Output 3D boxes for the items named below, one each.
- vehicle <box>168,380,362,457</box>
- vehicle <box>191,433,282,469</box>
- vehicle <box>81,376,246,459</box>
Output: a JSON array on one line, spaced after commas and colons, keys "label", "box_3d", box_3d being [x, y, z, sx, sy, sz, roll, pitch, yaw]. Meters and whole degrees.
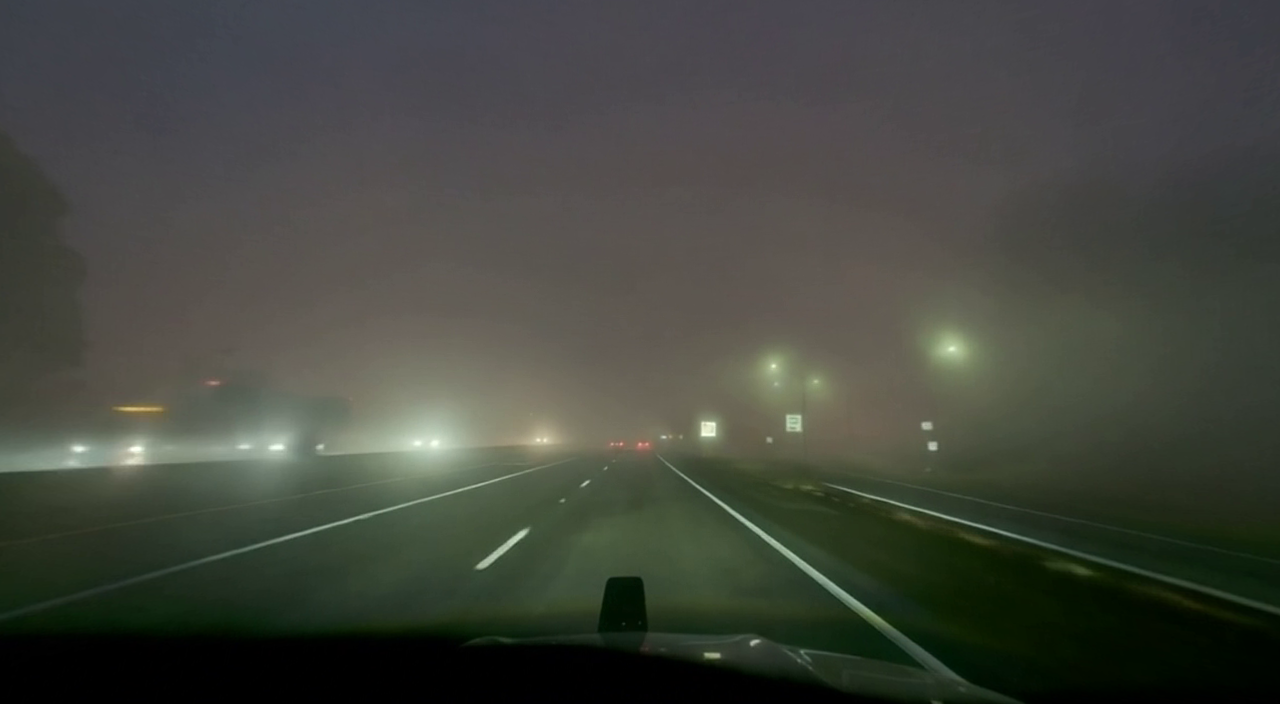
[{"label": "vehicle", "box_3d": [-23.507, 4.708, 41.659, 2.867, 4.027, 16.216, -1, -8, 0]}, {"label": "vehicle", "box_3d": [-16.852, 4.152, 26.539, 1.502, 1.359, 3.382, -1, -8, 2]}, {"label": "vehicle", "box_3d": [-23.520, 3.422, 31.730, 3.070, 3.713, 6.478, 0, -8, 0]}]
